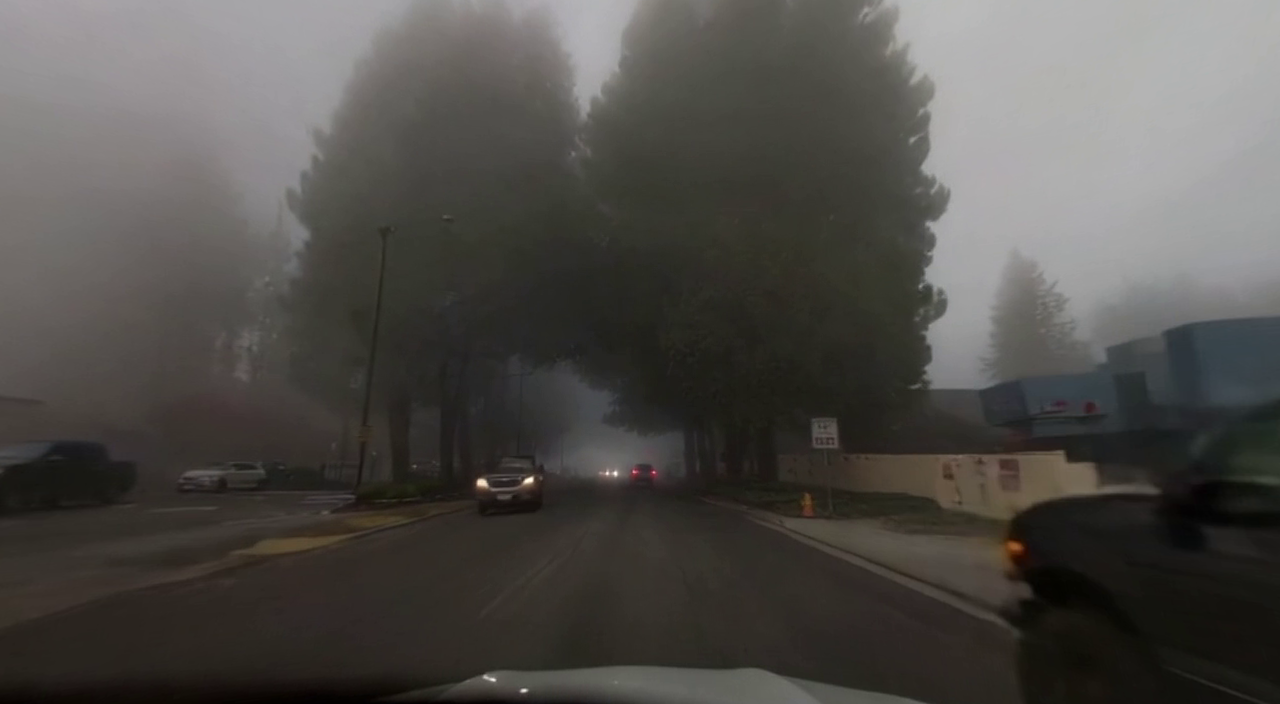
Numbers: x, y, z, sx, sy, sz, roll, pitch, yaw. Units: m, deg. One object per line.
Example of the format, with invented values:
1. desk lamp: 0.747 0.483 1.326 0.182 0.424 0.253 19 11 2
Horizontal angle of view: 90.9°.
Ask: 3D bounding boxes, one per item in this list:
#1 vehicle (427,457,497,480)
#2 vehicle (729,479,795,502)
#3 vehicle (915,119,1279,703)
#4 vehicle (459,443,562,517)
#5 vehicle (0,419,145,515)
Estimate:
1. vehicle: -13.390 8.826 47.555 2.006 1.641 4.575 -10 -15 43
2. vehicle: 8.538 9.769 44.382 4.169 1.474 1.850 2 -11 -6
3. vehicle: 3.228 0.360 0.860 2.472 2.484 6.609 1 -10 -2
4. vehicle: -3.713 3.820 19.023 2.165 1.889 4.825 1 -10 -1
5. vehicle: -13.854 2.546 14.255 2.062 1.889 4.115 1 -9 -4
